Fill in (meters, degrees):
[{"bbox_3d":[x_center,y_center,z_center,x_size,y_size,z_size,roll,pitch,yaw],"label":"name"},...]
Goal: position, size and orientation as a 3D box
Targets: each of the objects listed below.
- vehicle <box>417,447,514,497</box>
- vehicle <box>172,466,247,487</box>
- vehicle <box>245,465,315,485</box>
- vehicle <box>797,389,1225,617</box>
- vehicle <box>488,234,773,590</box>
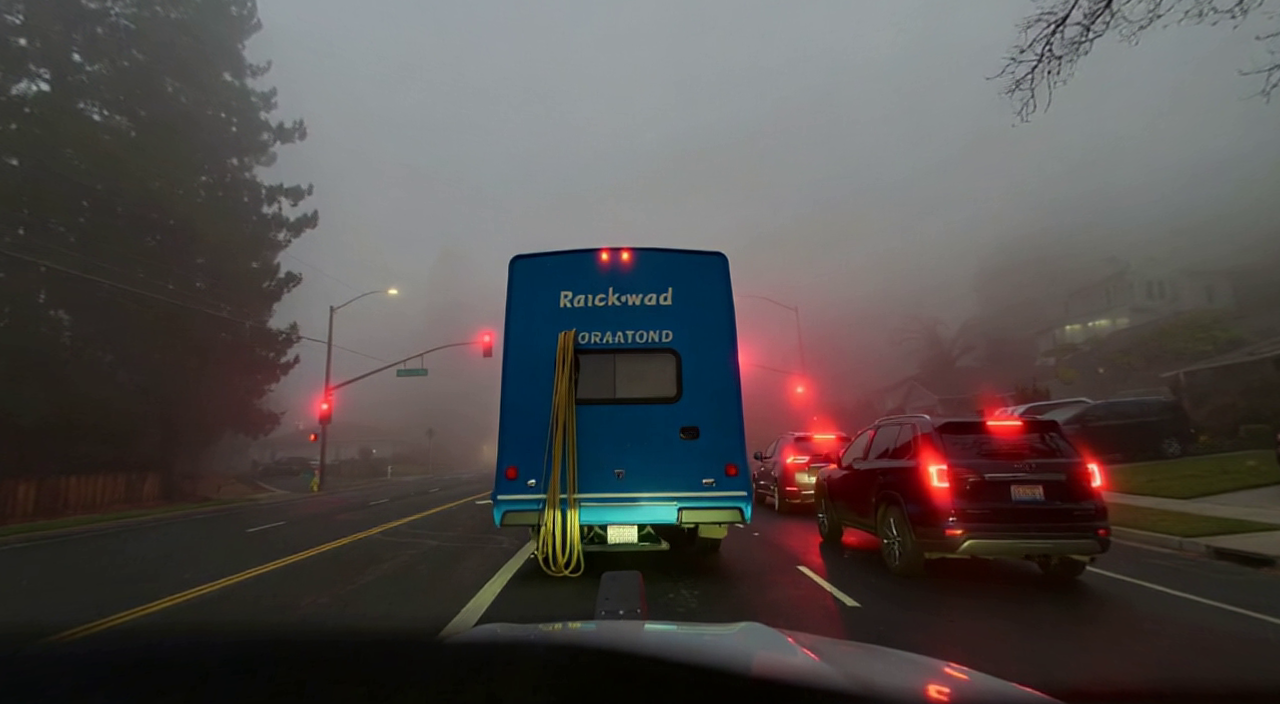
[{"bbox_3d":[-5.790,4.012,21.631,1.979,1.483,4.668,0,-9,0],"label":"vehicle"},{"bbox_3d":[-32.646,9.412,47.957,4.311,1.458,1.707,0,-9,-3],"label":"vehicle"},{"bbox_3d":[-27.413,9.364,48.139,4.187,1.445,1.809,0,-9,0],"label":"vehicle"},{"bbox_3d":[3.407,1.490,7.131,2.104,1.735,4.408,0,-9,0],"label":"vehicle"},{"bbox_3d":[-0.097,1.133,10.327,2.709,3.511,8.213,0,-9,0],"label":"vehicle"}]
